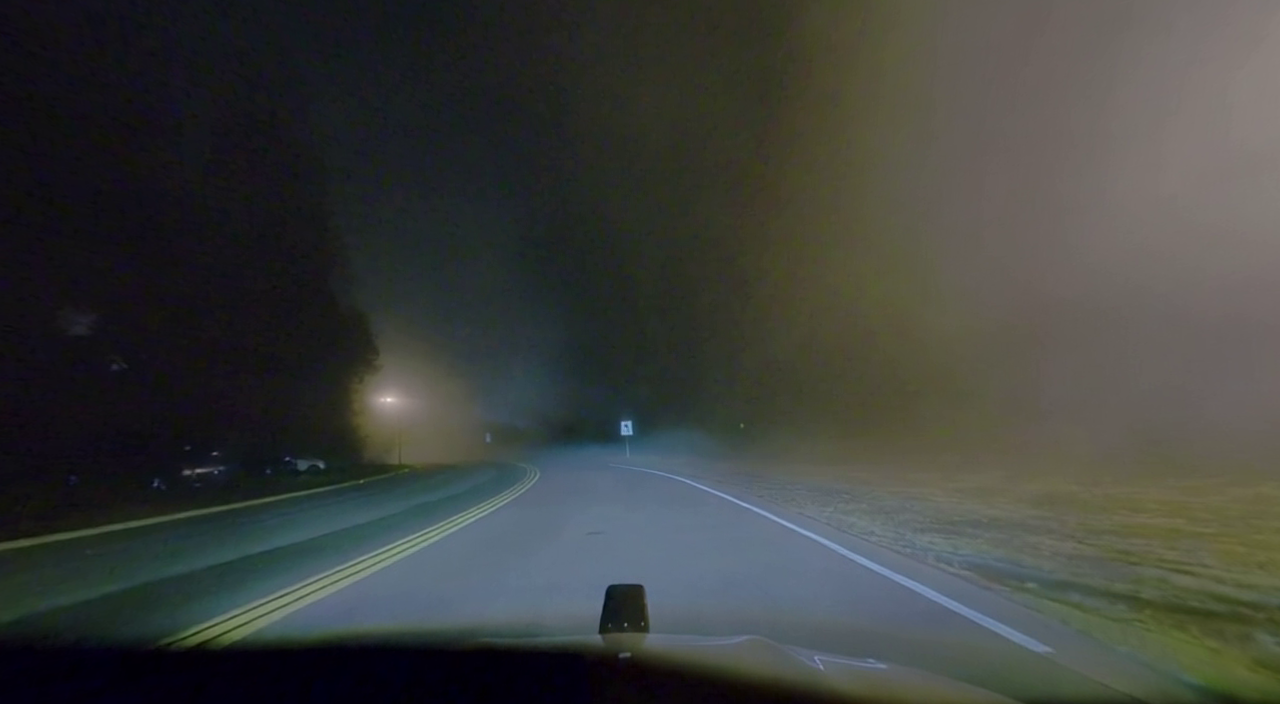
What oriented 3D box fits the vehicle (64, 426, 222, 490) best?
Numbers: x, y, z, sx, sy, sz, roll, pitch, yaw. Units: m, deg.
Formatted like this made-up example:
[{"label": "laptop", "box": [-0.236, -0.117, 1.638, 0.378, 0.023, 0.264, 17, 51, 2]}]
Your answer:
[{"label": "vehicle", "box": [-17.185, 3.644, 21.819, 4.699, 1.996, 2.116, -4, -9, 23]}]
